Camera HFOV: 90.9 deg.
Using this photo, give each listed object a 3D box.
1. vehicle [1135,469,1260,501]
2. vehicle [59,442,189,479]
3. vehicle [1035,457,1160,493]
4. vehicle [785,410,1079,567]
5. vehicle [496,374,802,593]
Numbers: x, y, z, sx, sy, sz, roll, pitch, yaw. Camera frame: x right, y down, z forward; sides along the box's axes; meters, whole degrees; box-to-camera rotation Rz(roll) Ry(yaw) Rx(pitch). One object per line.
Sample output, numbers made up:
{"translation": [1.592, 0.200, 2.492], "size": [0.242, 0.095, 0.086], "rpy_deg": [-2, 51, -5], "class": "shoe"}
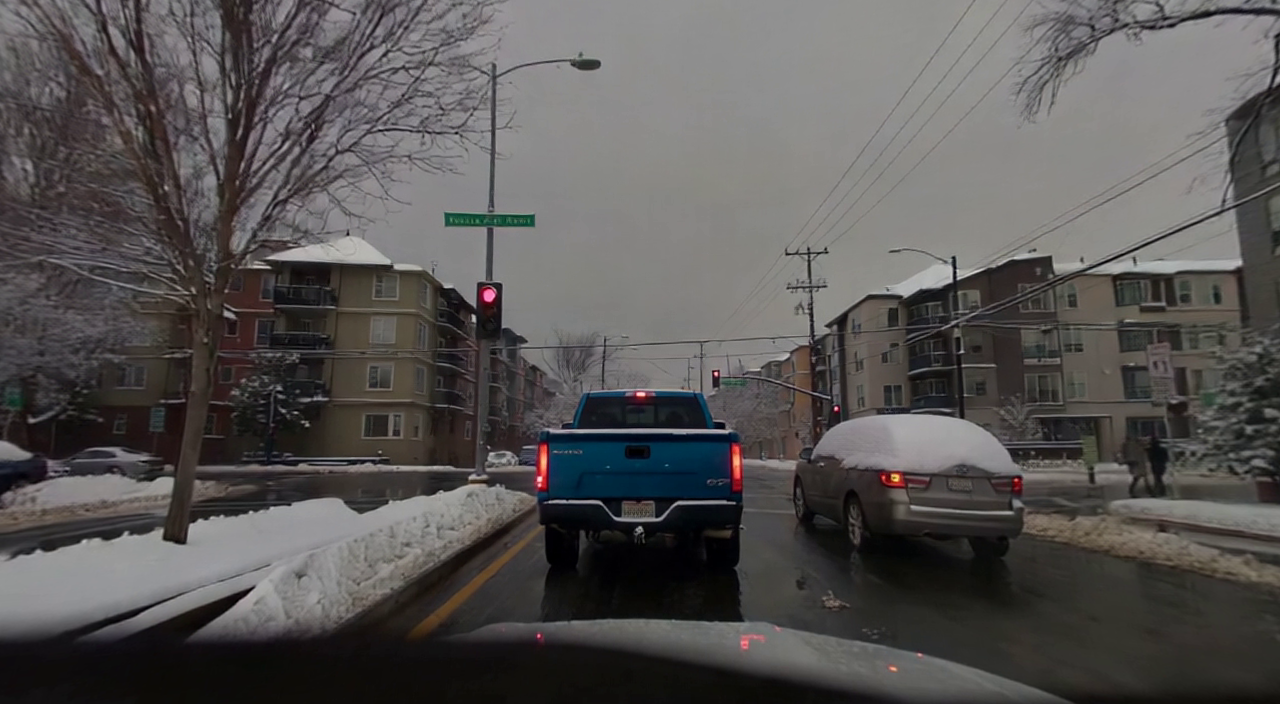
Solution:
{"translation": [26.412, 6.294, 29.966], "size": [4.071, 1.388, 1.884], "rpy_deg": [0, -8, 1], "class": "vehicle"}
{"translation": [-24.829, 5.212, 30.432], "size": [4.563, 1.692, 1.778], "rpy_deg": [0, -9, -2], "class": "vehicle"}
{"translation": [21.810, 5.863, 30.163], "size": [4.498, 1.618, 1.843], "rpy_deg": [0, -9, 0], "class": "vehicle"}
{"translation": [3.847, 1.892, 9.554], "size": [2.131, 1.759, 4.762], "rpy_deg": [0, -8, 0], "class": "vehicle"}
{"translation": [0.113, 1.556, 8.283], "size": [2.738, 1.959, 5.070], "rpy_deg": [0, -8, 1], "class": "vehicle"}
